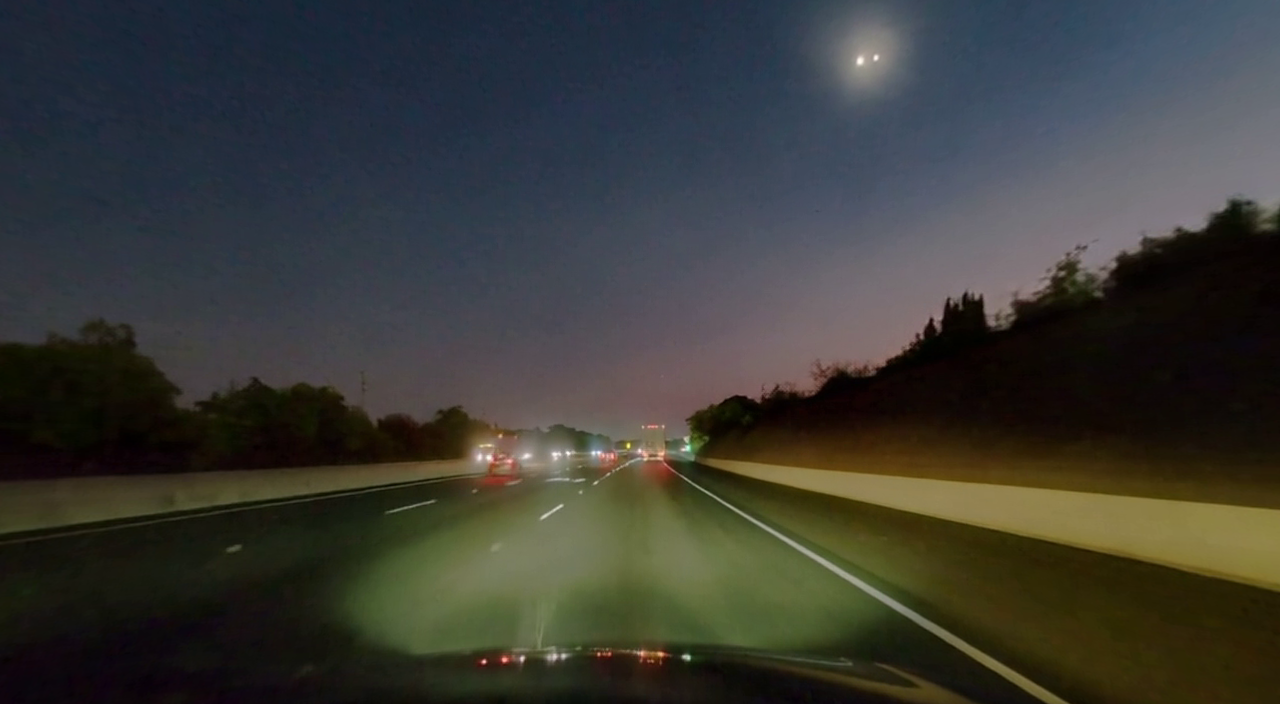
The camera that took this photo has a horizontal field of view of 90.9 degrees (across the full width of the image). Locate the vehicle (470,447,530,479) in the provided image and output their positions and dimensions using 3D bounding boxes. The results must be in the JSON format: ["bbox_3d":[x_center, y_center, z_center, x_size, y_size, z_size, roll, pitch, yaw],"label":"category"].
[{"bbox_3d":[-7.210,5.762,32.962,2.031,1.521,4.503,0,-9,1],"label":"vehicle"}]
